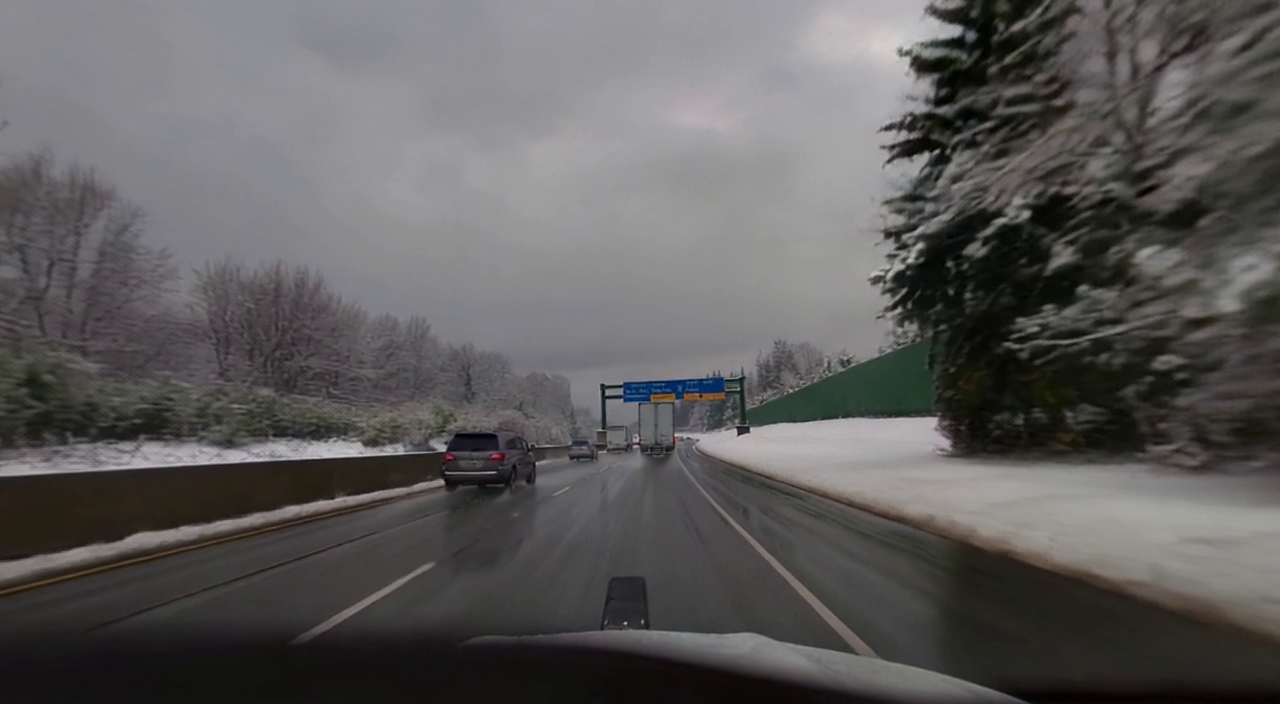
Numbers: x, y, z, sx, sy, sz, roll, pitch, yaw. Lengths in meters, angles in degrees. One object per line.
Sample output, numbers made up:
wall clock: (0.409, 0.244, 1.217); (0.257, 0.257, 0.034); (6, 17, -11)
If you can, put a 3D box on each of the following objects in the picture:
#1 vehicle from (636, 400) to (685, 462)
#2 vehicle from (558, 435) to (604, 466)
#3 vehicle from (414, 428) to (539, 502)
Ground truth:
vehicle: (1.377, 5.481, 43.090); (2.933, 3.701, 10.425); (0, -8, 2)
vehicle: (-3.176, 5.411, 34.636); (1.962, 1.575, 4.158); (0, -8, 2)
vehicle: (-3.797, 2.680, 15.371); (1.927, 1.556, 3.921); (0, -8, 1)
